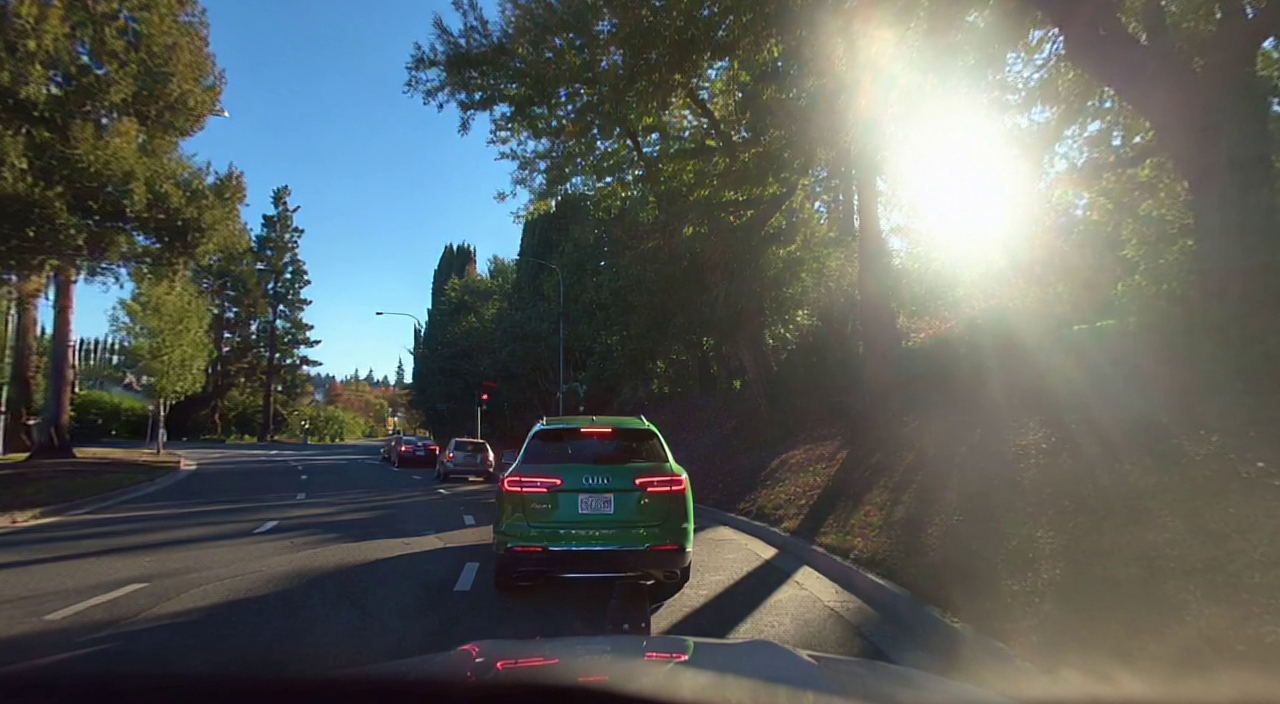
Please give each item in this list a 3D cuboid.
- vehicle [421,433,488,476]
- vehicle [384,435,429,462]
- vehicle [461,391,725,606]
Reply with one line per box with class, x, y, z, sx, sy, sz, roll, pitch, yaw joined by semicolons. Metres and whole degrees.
vehicle;-7.294;3.947;24.484;1.902;1.536;3.662;4;-9;-25
vehicle;-13.765;5.644;36.906;1.863;1.488;4.426;4;-9;-27
vehicle;-0.682;1.462;7.204;2.134;1.671;4.147;1;-8;-9
